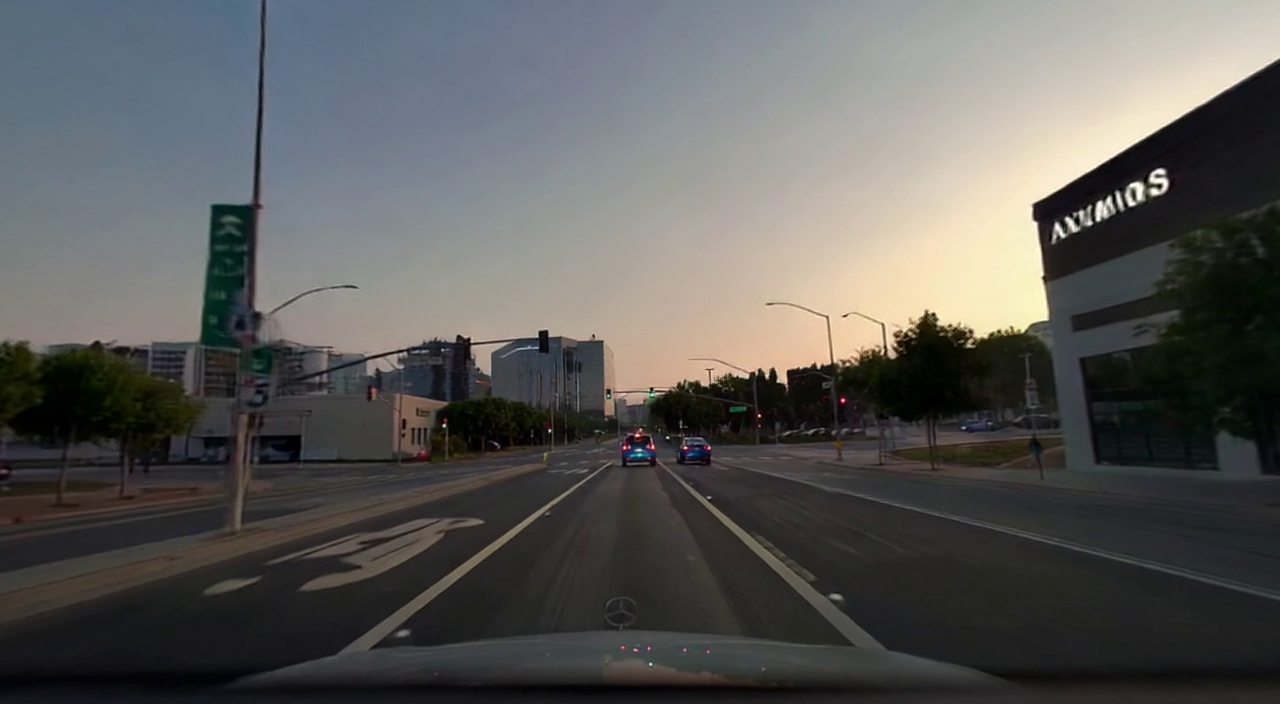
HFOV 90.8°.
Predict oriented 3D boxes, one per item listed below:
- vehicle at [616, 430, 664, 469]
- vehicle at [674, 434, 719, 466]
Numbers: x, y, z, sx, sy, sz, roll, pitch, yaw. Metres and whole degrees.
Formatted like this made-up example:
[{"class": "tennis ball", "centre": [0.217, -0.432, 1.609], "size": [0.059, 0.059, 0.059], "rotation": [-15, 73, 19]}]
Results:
[{"class": "vehicle", "centre": [-0.082, 5.285, 34.289], "size": [2.413, 1.939, 4.716], "rotation": [0, -8, -2]}, {"class": "vehicle", "centre": [3.276, 5.792, 37.508], "size": [2.107, 1.736, 4.228], "rotation": [0, -8, -2]}]
